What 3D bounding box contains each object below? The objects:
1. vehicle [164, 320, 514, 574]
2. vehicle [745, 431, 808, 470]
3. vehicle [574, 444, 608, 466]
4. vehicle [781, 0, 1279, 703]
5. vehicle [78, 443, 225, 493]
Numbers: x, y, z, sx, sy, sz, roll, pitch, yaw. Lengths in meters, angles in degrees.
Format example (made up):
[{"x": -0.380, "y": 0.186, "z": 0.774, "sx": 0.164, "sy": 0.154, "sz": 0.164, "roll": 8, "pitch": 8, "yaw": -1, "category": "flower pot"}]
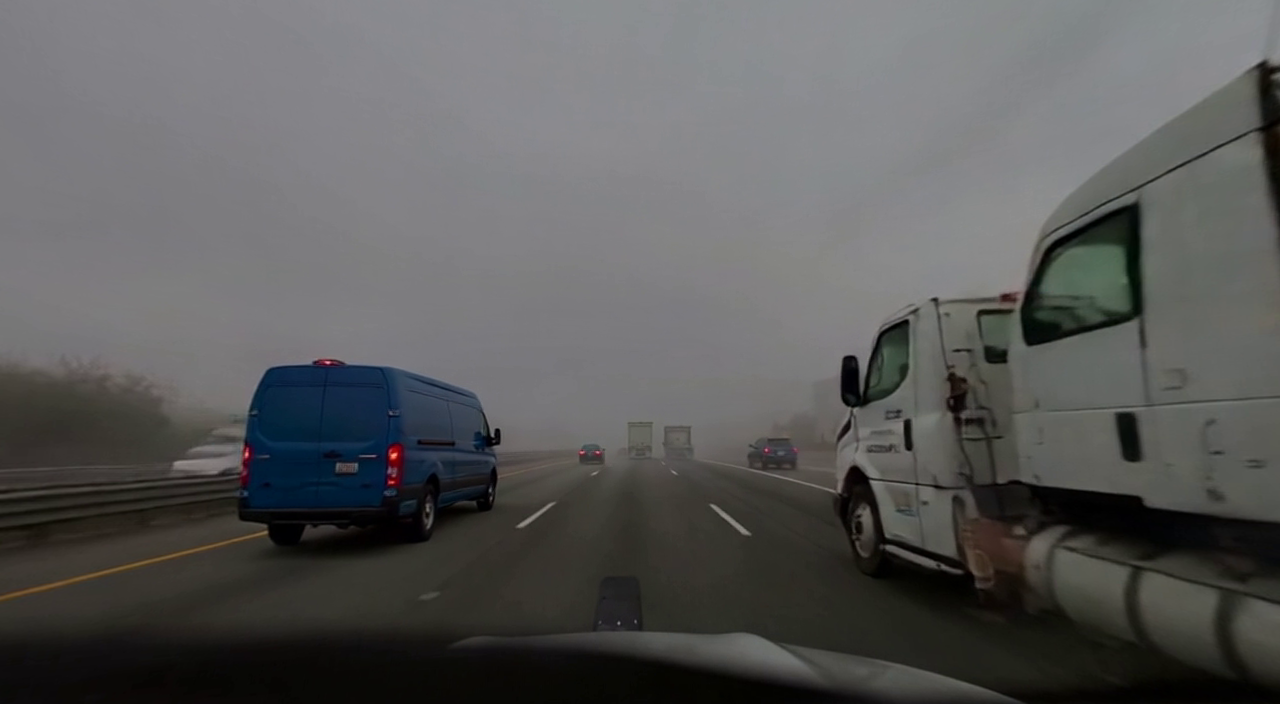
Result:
[{"x": -4.037, "y": 1.538, "z": 10.536, "sx": 2.557, "sy": 2.855, "sz": 6.674, "roll": 0, "pitch": -9, "yaw": -1, "category": "vehicle"}, {"x": 7.317, "y": 5.379, "z": 34.602, "sx": 2.216, "sy": 1.918, "sz": 5.742, "roll": 0, "pitch": -8, "yaw": 0, "category": "vehicle"}, {"x": -3.473, "y": 7.397, "z": 45.419, "sx": 2.024, "sy": 1.472, "sz": 4.014, "roll": -1, "pitch": -8, "yaw": 1, "category": "vehicle"}, {"x": 3.647, "y": 0.214, "z": 5.694, "sx": 3.011, "sy": 3.900, "sz": 6.798, "roll": 0, "pitch": -9, "yaw": -1, "category": "vehicle"}, {"x": -19.961, "y": 4.726, "z": 26.236, "sx": 2.081, "sy": 1.843, "sz": 4.845, "roll": 0, "pitch": -8, "yaw": 2, "category": "vehicle"}]
